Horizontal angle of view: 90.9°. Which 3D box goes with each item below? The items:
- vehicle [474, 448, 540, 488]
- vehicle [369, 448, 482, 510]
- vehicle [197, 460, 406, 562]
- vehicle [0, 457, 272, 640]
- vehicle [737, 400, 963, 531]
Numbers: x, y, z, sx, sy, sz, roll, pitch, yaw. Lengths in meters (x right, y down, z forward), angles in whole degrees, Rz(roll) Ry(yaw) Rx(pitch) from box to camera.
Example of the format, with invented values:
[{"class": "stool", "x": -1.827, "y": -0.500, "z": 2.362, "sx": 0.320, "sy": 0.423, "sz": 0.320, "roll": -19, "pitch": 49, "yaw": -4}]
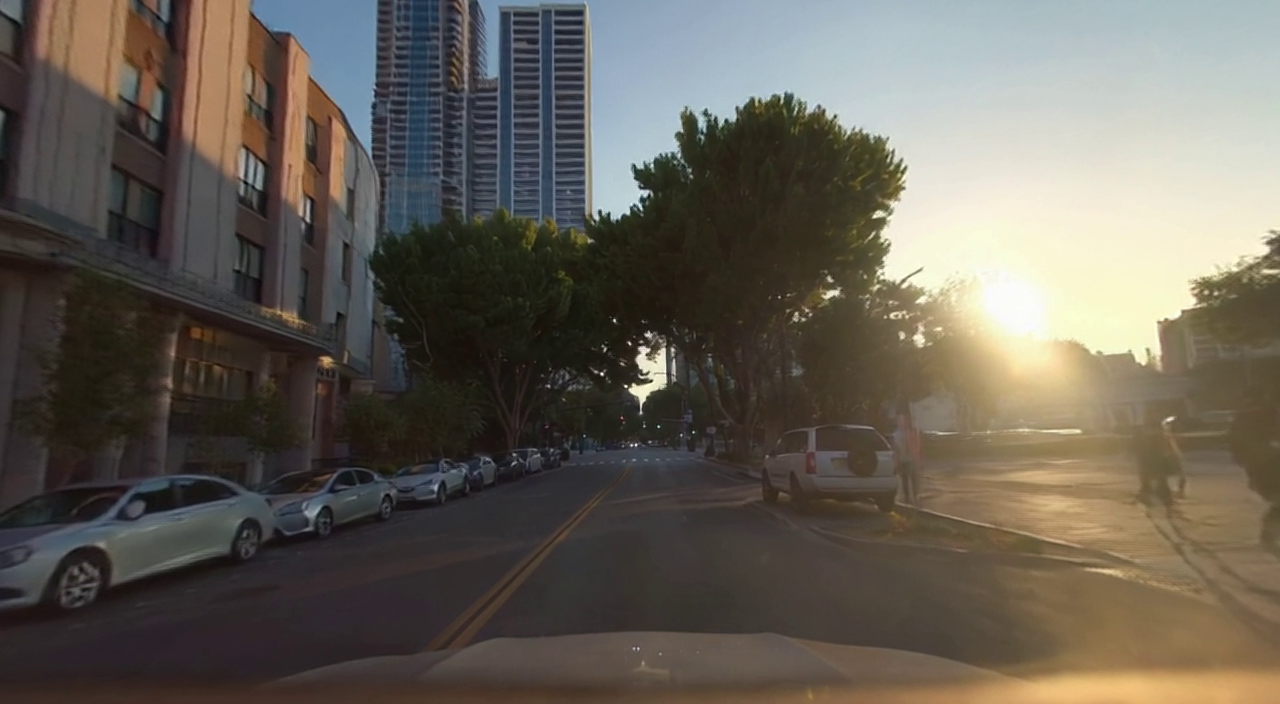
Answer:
[{"class": "vehicle", "x": -6.329, "y": 5.527, "z": 30.565, "sx": 2.270, "sy": 1.539, "sz": 4.855, "roll": -5, "pitch": -8, "yaw": -2}, {"class": "vehicle", "x": -6.621, "y": 3.919, "z": 20.054, "sx": 2.110, "sy": 1.498, "sz": 4.555, "roll": -5, "pitch": -8, "yaw": -2}, {"class": "vehicle", "x": -6.841, "y": 3.187, "z": 13.473, "sx": 1.889, "sy": 1.451, "sz": 5.013, "roll": -5, "pitch": -8, "yaw": -2}, {"class": "vehicle", "x": -6.905, "y": 2.239, "z": 7.905, "sx": 1.944, "sy": 1.574, "sz": 4.717, "roll": -5, "pitch": -8, "yaw": -2}, {"class": "vehicle", "x": 4.049, "y": 2.375, "z": 13.797, "sx": 2.568, "sy": 2.001, "sz": 5.999, "roll": -5, "pitch": -8, "yaw": -2}]
